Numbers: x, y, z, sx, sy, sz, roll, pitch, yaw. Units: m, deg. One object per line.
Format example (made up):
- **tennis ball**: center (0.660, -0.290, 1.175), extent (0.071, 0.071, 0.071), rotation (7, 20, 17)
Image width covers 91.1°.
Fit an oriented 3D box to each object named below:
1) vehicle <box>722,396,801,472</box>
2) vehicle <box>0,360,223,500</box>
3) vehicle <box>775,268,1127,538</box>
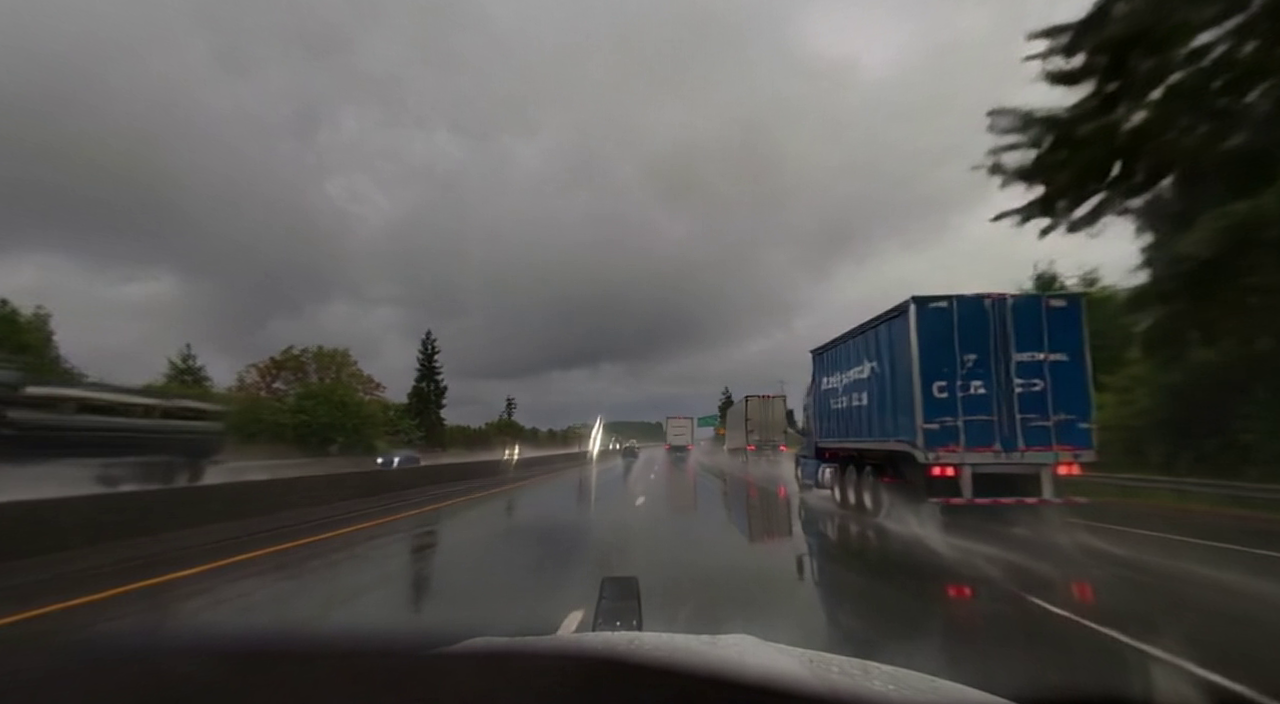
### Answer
- **vehicle**: center (7.434, 5.296, 40.662), extent (2.843, 4.053, 13.777), rotation (0, -7, 2)
- **vehicle**: center (-22.622, 3.207, 25.303), extent (3.010, 4.620, 11.933), rotation (-1, -8, 3)
- **vehicle**: center (5.466, 1.355, 14.015), extent (2.920, 3.860, 10.035), rotation (0, -8, 2)
